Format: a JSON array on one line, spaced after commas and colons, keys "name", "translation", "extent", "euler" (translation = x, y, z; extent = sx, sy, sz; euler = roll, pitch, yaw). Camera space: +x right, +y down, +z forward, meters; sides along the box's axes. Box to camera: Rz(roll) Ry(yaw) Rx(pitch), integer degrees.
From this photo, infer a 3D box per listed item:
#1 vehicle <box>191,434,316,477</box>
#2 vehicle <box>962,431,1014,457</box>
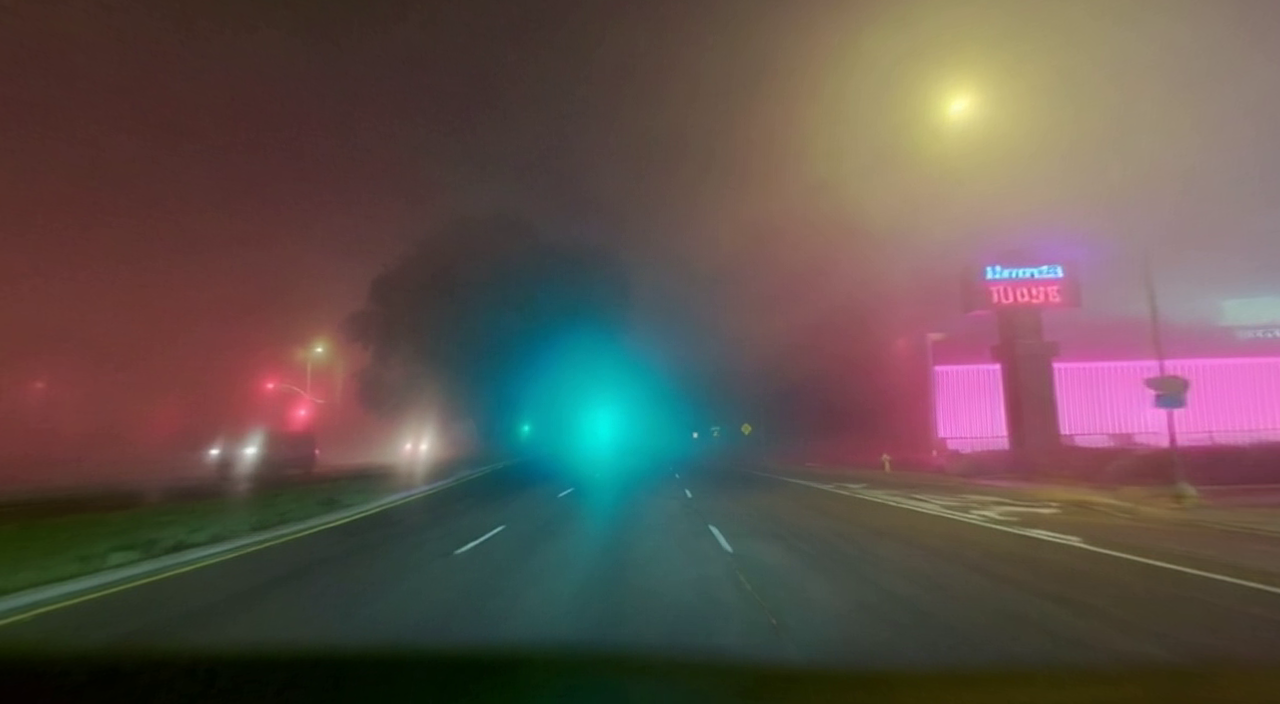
[{"name": "vehicle", "translation": [-18.267, 4.918, 30.255], "extent": [2.204, 1.821, 5.864], "euler": [0, -8, 0]}, {"name": "vehicle", "translation": [23.263, 6.178, 42.332], "extent": [1.815, 1.618, 4.383], "euler": [-2, -9, 13]}]
